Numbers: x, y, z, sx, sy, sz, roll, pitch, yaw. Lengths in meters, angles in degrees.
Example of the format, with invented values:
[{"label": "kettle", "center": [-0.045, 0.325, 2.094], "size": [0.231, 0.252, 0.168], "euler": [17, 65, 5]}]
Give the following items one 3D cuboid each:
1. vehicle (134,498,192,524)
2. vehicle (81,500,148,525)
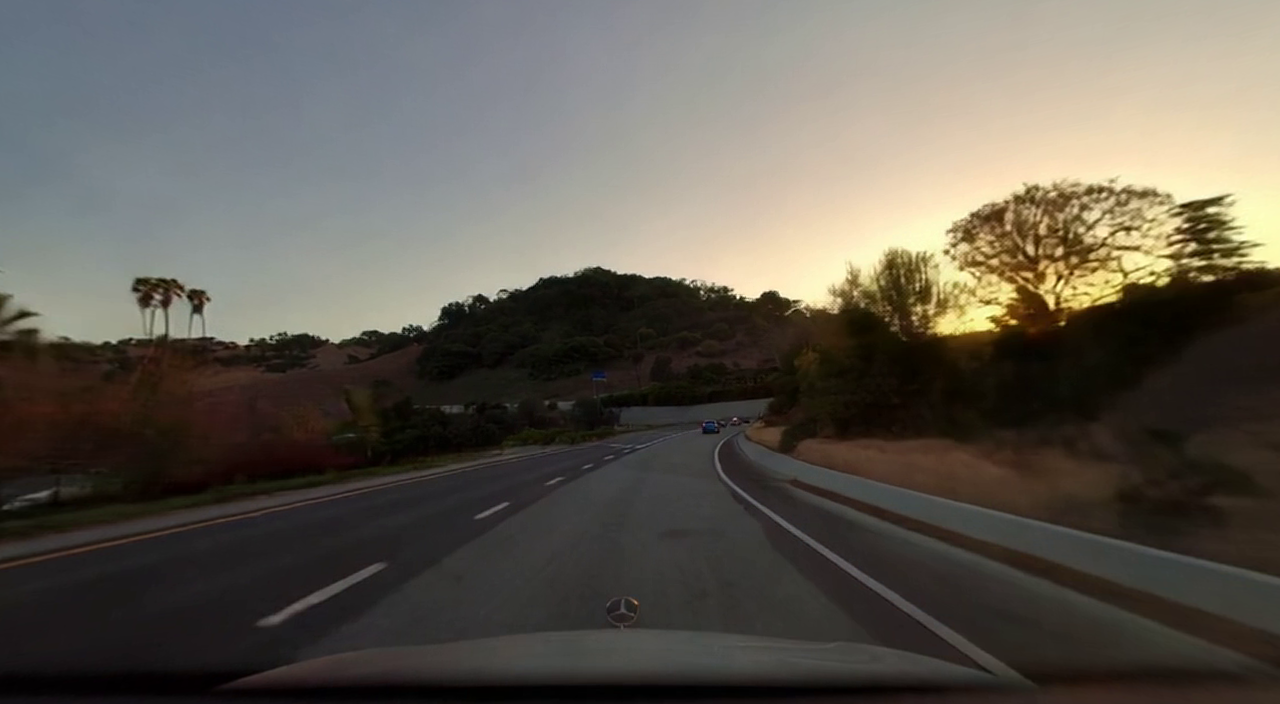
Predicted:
[{"label": "vehicle", "center": [-37.136, 12.390, 49.303], "size": [1.762, 1.478, 3.670], "euler": [5, -9, -5]}, {"label": "vehicle", "center": [-41.140, 12.544, 49.529], "size": [1.772, 1.502, 4.002], "euler": [-1, -8, 0]}]
